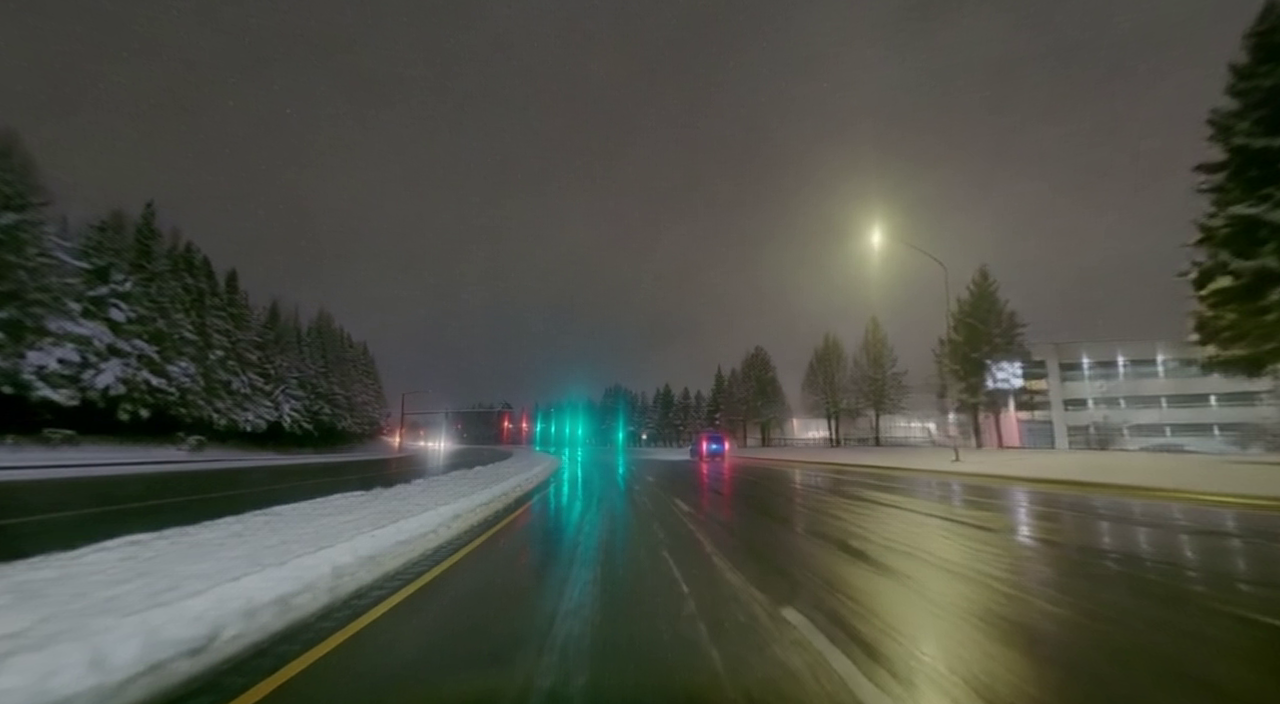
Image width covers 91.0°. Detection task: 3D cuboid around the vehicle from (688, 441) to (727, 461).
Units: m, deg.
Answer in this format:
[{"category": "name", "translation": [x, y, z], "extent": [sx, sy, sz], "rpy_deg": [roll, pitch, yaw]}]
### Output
[{"category": "vehicle", "translation": [5.288, 7.844, 49.897], "extent": [1.908, 1.483, 4.474], "rpy_deg": [1, -9, -9]}]
